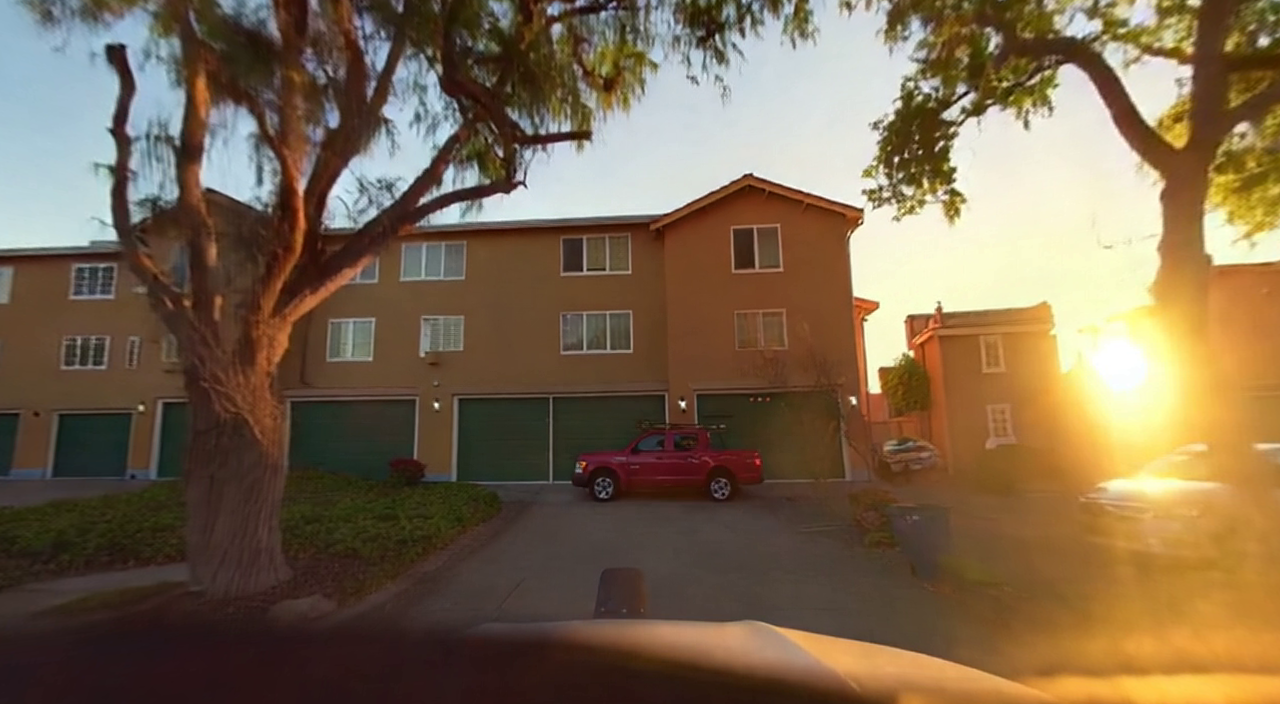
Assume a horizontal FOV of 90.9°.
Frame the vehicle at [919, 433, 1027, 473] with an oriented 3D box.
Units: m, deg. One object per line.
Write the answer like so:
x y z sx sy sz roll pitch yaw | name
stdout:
14.826 4.543 28.267 3.770 1.496 1.951 3 -10 0 | vehicle

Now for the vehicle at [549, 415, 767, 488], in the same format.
0.449 2.734 17.441 5.600 1.835 2.161 0 -9 -1 | vehicle

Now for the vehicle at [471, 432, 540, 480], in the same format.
-5.366 4.174 25.635 1.869 1.460 3.826 -3 -4 0 | vehicle

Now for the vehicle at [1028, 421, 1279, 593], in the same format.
7.531 1.752 7.875 4.074 1.617 2.112 -1 -5 -8 | vehicle
